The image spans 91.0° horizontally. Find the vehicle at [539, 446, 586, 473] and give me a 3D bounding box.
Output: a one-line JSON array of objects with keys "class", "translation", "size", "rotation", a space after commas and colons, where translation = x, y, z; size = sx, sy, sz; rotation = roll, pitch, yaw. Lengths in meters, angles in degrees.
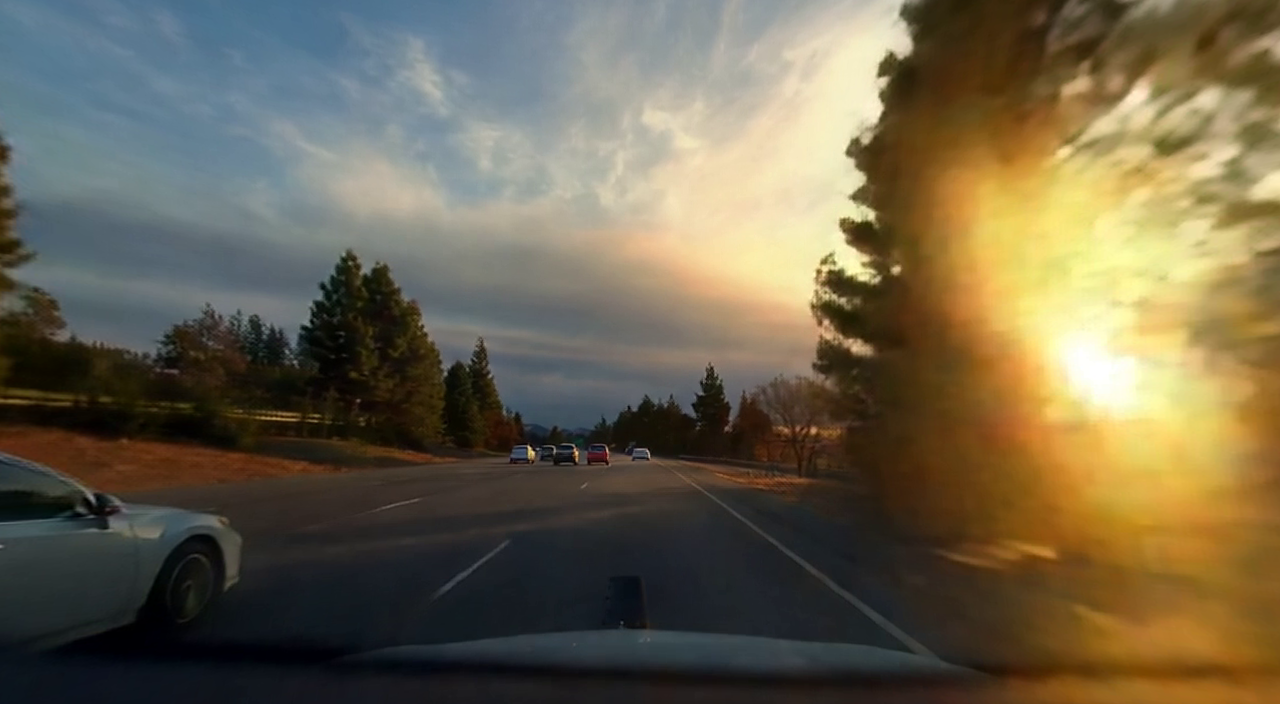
[{"class": "vehicle", "translation": [-4.319, 6.112, 35.936], "size": [2.120, 1.458, 4.031], "rotation": [0, -9, 1]}]

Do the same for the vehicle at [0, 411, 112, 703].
[{"class": "vehicle", "translation": [-3.770, 0.740, 1.001], "size": [1.965, 1.485, 4.460], "rotation": [0, -9, 0]}]
